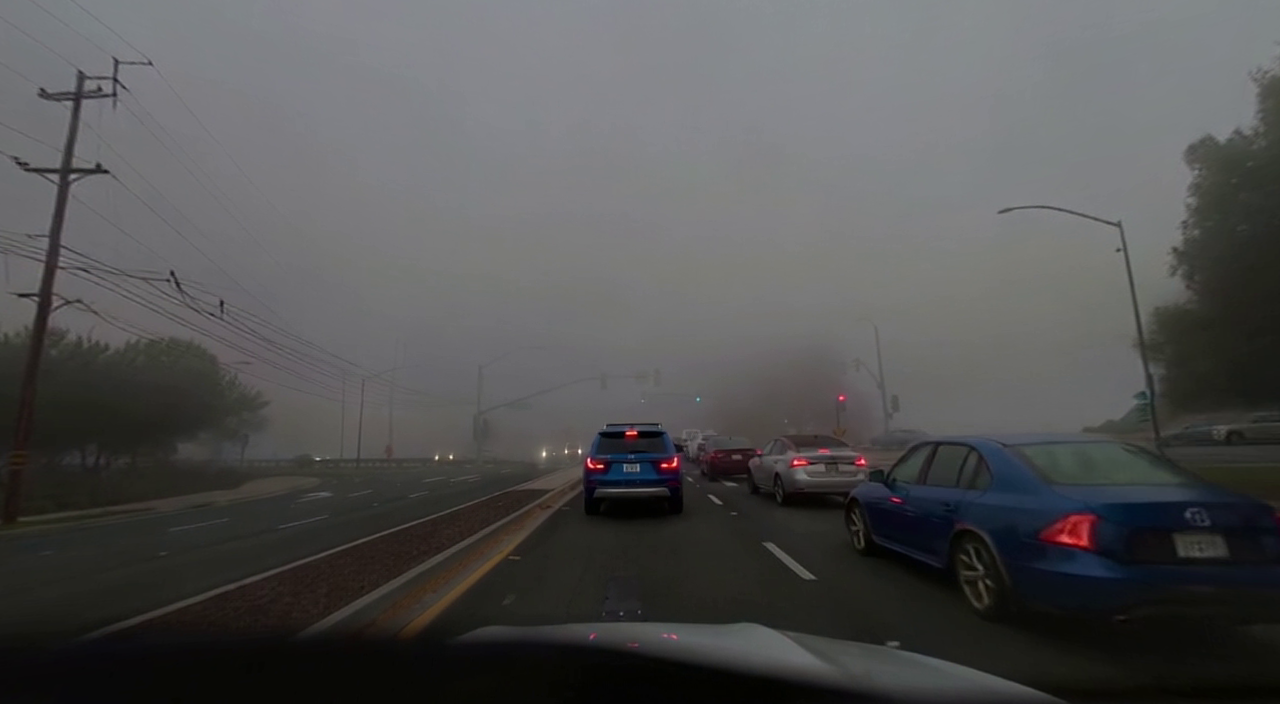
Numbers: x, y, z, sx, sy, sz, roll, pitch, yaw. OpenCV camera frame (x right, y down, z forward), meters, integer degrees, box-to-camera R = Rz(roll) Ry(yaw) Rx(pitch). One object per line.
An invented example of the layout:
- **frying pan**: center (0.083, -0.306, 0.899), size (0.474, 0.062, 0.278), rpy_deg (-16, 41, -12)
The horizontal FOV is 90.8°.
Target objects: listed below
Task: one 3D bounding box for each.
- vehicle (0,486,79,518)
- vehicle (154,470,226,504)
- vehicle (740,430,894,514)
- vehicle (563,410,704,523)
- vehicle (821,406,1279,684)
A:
- **vehicle**: center (-33.348, 8.157, 34.436), size (3.637, 1.483, 2.007), rpy_deg (-1, -8, 0)
- **vehicle**: center (-25.581, 7.637, 35.908), size (3.826, 1.522, 1.741), rpy_deg (-2, -8, 30)
- **vehicle**: center (3.514, 2.463, 13.493), size (1.952, 1.477, 4.417), rpy_deg (0, -8, -1)
- **vehicle**: center (-0.140, 2.184, 12.508), size (2.300, 1.821, 4.254), rpy_deg (0, -8, -1)
- **vehicle**: center (3.302, 1.362, 5.683), size (1.984, 1.462, 4.513), rpy_deg (0, -8, 0)
